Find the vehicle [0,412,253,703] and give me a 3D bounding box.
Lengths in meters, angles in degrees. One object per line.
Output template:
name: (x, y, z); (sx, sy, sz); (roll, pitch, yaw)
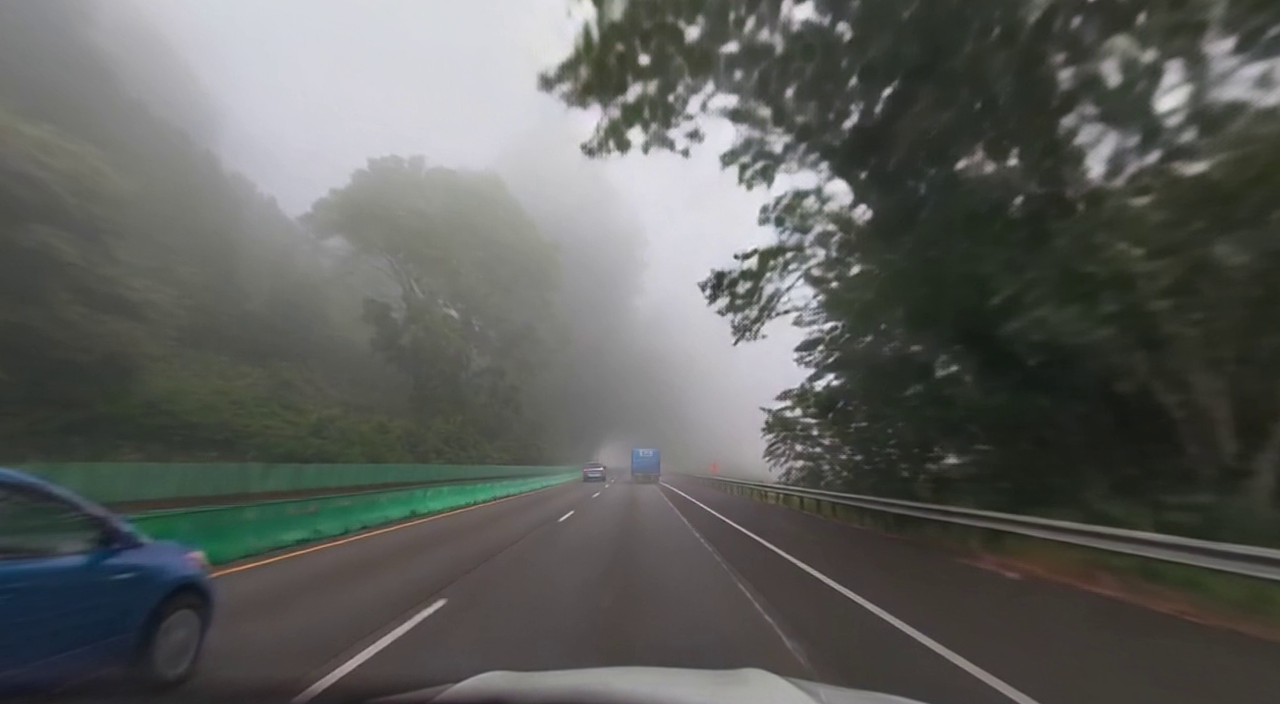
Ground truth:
vehicle: (-3.416, 0.829, 1.603); (2.038, 1.490, 4.391); (1, -11, 0)
